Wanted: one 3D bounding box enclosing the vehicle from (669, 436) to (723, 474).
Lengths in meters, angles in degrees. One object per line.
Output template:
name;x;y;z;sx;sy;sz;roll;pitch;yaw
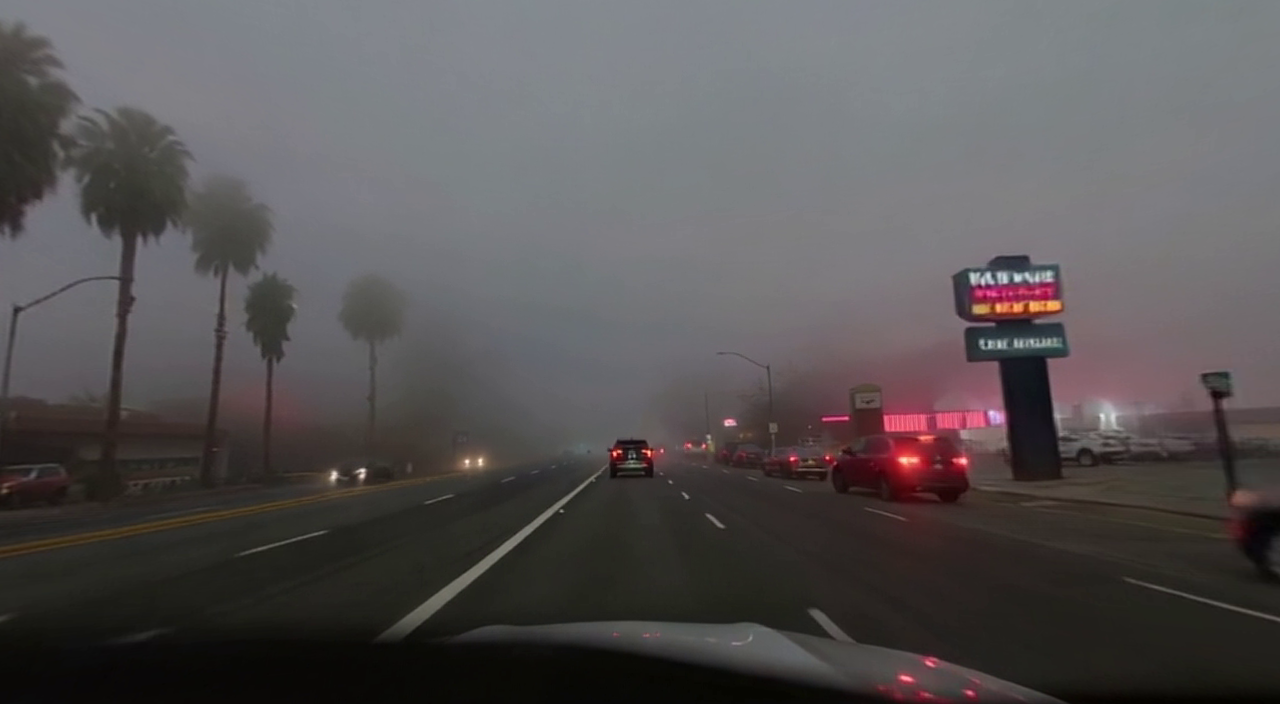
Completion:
vehicle;2.773;5.272;32.389;2.187;1.777;4.444;0;-9;-2

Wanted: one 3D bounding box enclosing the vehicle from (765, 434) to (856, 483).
vehicle;6.366;4.071;24.287;2.001;1.692;4.800;0;-9;-2

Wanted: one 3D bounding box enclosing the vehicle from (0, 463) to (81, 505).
vehicle;-27.950;5.875;28.076;4.139;1.702;2.040;-1;-9;-3

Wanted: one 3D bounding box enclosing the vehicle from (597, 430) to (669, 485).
vehicle;-0.279;3.966;23.872;2.428;1.816;4.959;0;-9;-1

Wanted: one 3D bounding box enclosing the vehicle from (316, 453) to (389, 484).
vehicle;-15.018;6.094;33.266;1.875;1.513;4.260;0;-9;-1

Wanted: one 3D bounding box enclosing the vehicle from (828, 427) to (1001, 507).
vehicle;6.486;2.802;15.651;2.100;1.675;4.536;0;-9;-2

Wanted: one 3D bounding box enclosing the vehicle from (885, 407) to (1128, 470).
vehicle;17.353;4.247;30.579;9.658;2.834;2.994;-1;-9;3
